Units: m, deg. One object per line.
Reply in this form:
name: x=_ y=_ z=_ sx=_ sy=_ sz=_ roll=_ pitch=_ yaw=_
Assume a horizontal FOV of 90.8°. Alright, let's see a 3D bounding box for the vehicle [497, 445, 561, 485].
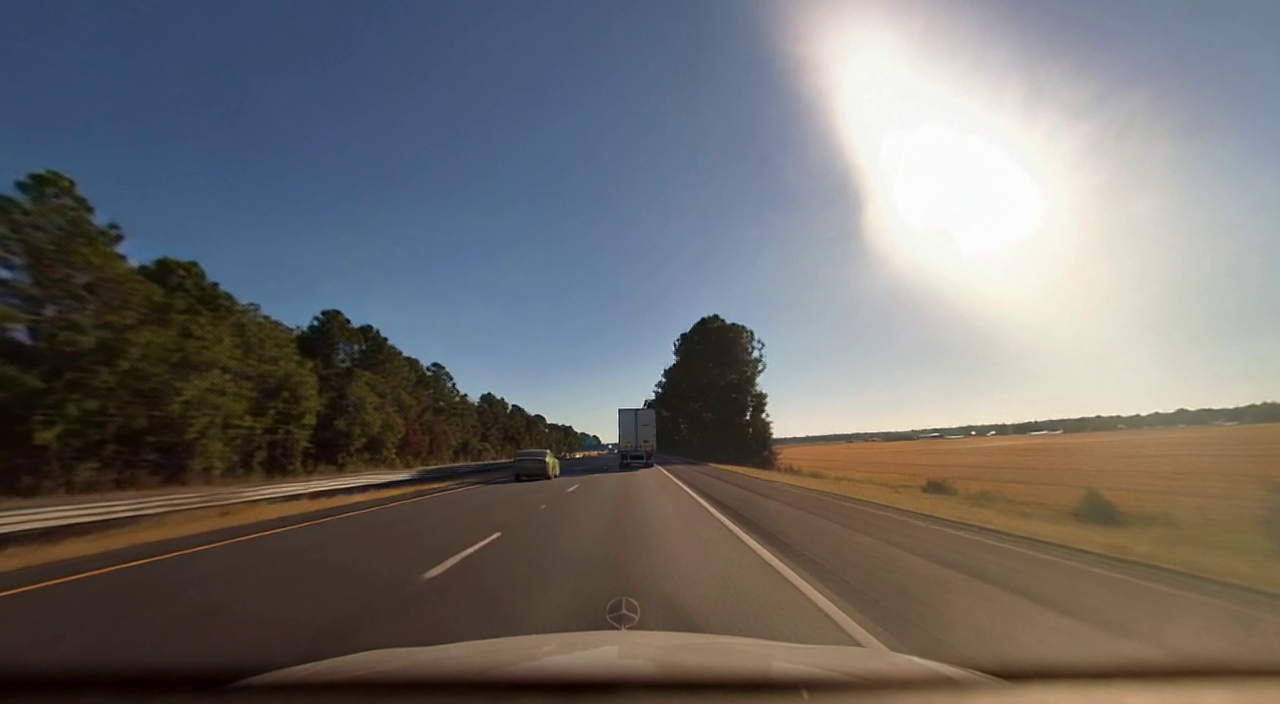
vehicle: x=-4.515 y=4.667 z=26.246 sx=1.937 sy=1.493 sz=3.779 roll=0 pitch=-9 yaw=0
